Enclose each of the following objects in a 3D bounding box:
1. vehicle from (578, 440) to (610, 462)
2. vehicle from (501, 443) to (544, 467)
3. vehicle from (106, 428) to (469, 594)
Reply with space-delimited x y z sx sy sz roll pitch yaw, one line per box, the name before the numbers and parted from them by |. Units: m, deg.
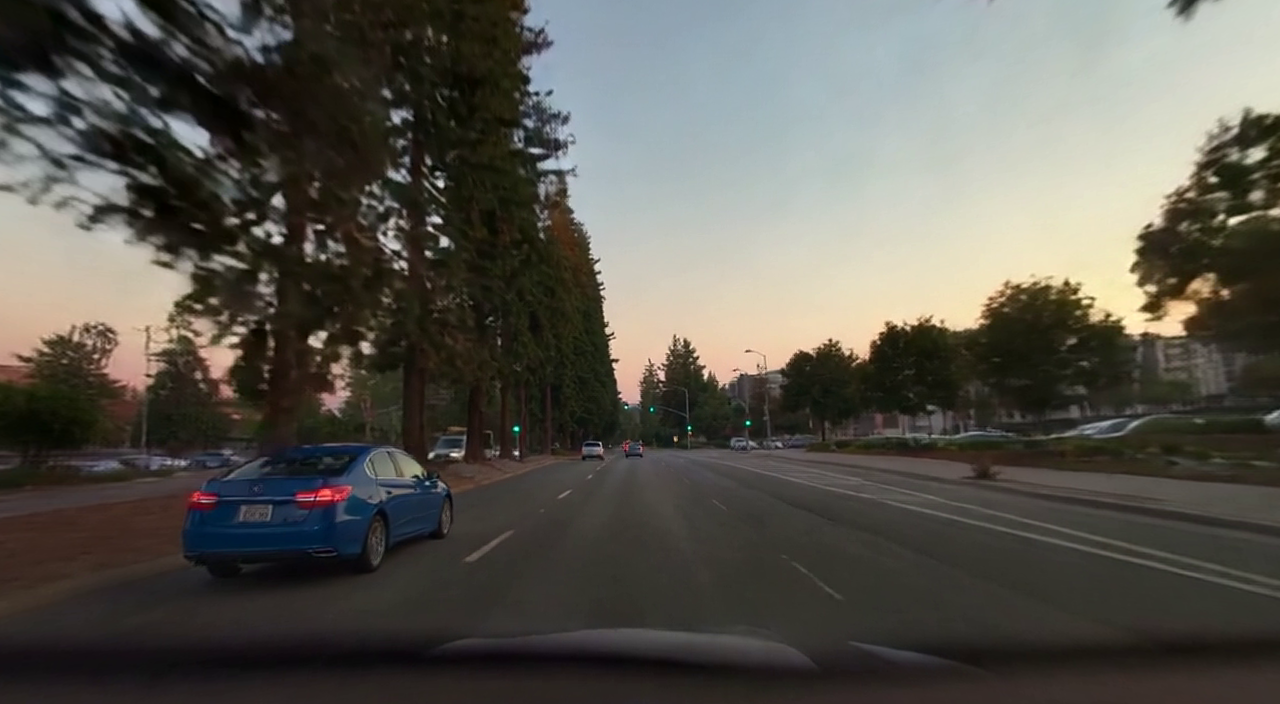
vehicle | -3.501 7.574 48.585 2.103 1.592 4.160 0 -8 1
vehicle | -7.656 6.762 41.539 1.920 1.456 4.534 0 -8 0
vehicle | -3.656 1.708 7.730 1.905 1.418 4.396 0 -8 0
